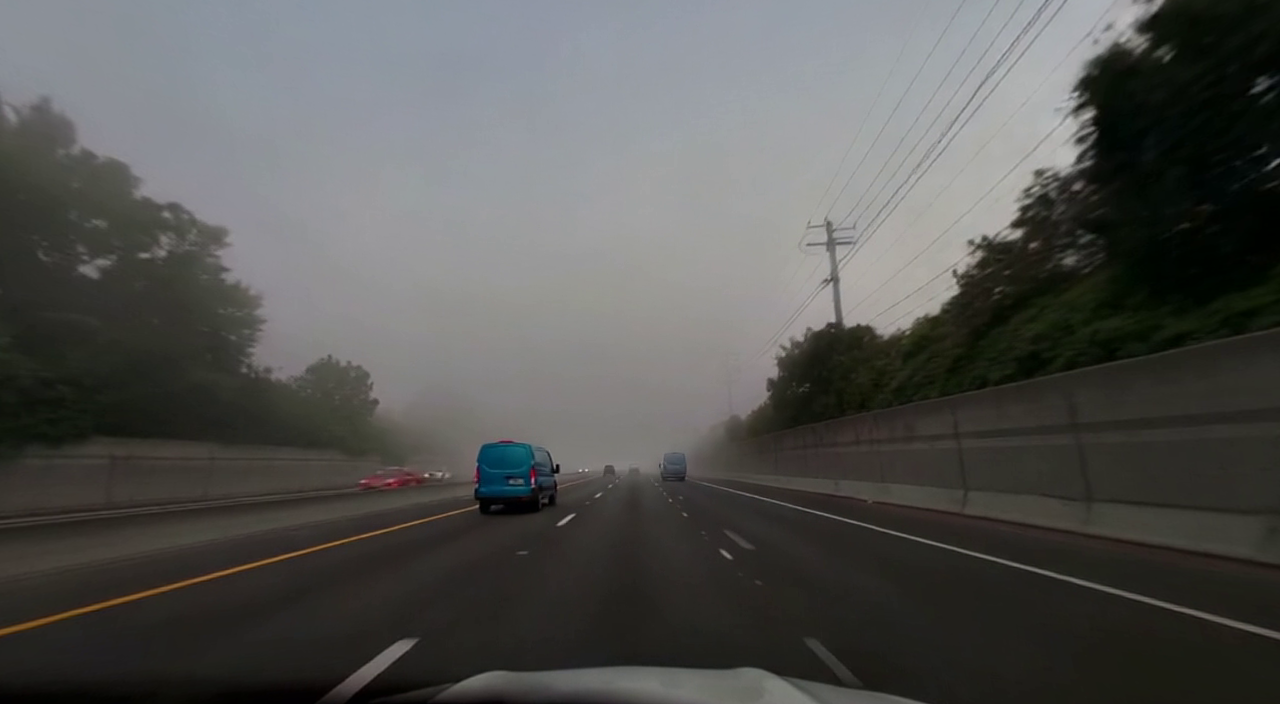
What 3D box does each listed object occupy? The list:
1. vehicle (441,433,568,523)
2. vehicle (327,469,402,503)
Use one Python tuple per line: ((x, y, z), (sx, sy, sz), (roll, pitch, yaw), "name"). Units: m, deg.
((-3.369, 3.313, 16.798), (2.324, 2.008, 4.654), (1, -11, 0), "vehicle")
((-13.600, 6.626, 31.359), (1.847, 1.490, 4.151), (1, -11, -1), "vehicle")
